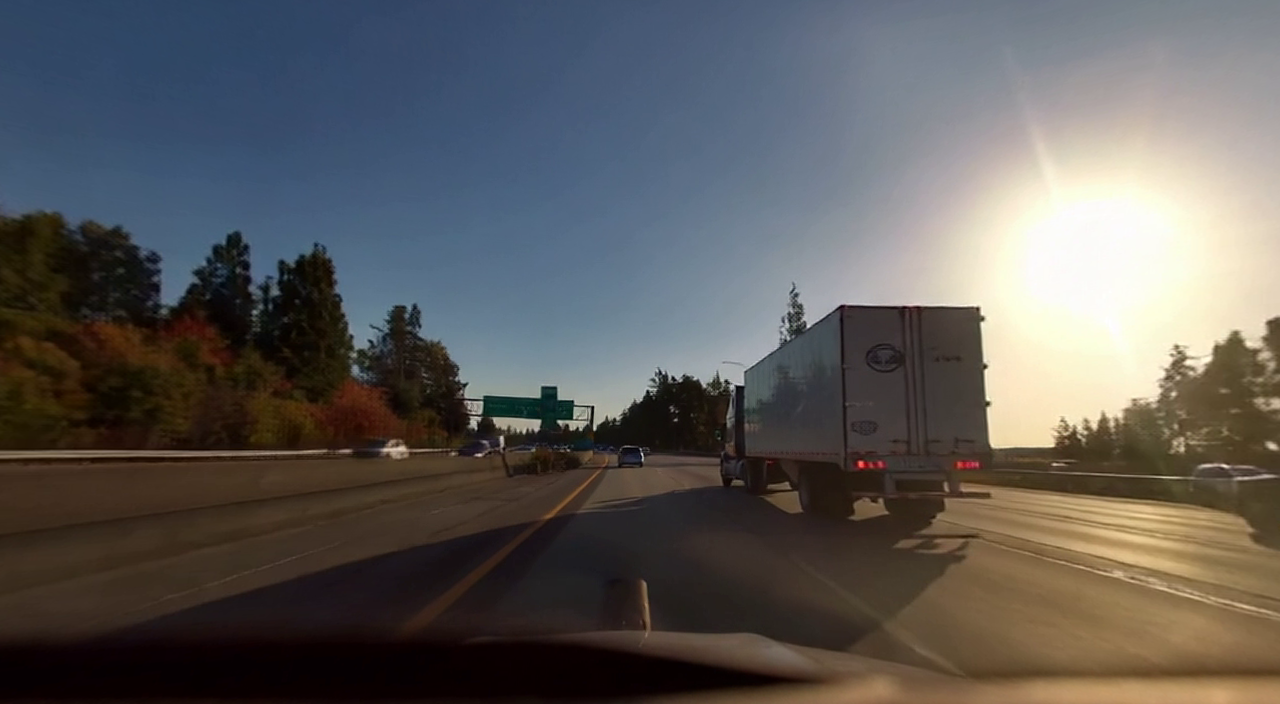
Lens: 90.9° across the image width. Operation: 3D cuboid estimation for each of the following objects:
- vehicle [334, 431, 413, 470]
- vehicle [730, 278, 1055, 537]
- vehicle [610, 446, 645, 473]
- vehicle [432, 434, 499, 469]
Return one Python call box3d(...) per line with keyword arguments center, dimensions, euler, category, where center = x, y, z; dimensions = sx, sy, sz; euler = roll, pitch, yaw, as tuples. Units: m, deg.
box3d(center=(-12.487, 4.664, 29.824), dimensions=(1.945, 1.570, 4.183), euler=(4, -9, -2), category="vehicle")
box3d(center=(4.848, 1.881, 16.746), dimensions=(2.890, 4.006, 14.039), euler=(0, -9, 0), category="vehicle")
box3d(center=(-0.774, 6.744, 39.854), dimensions=(2.111, 1.599, 3.859), euler=(0, -9, -1), category="vehicle")
box3d(center=(-8.136, 4.690, 29.741), dimensions=(2.029, 1.527, 4.006), euler=(0, -9, 0), category="vehicle")
